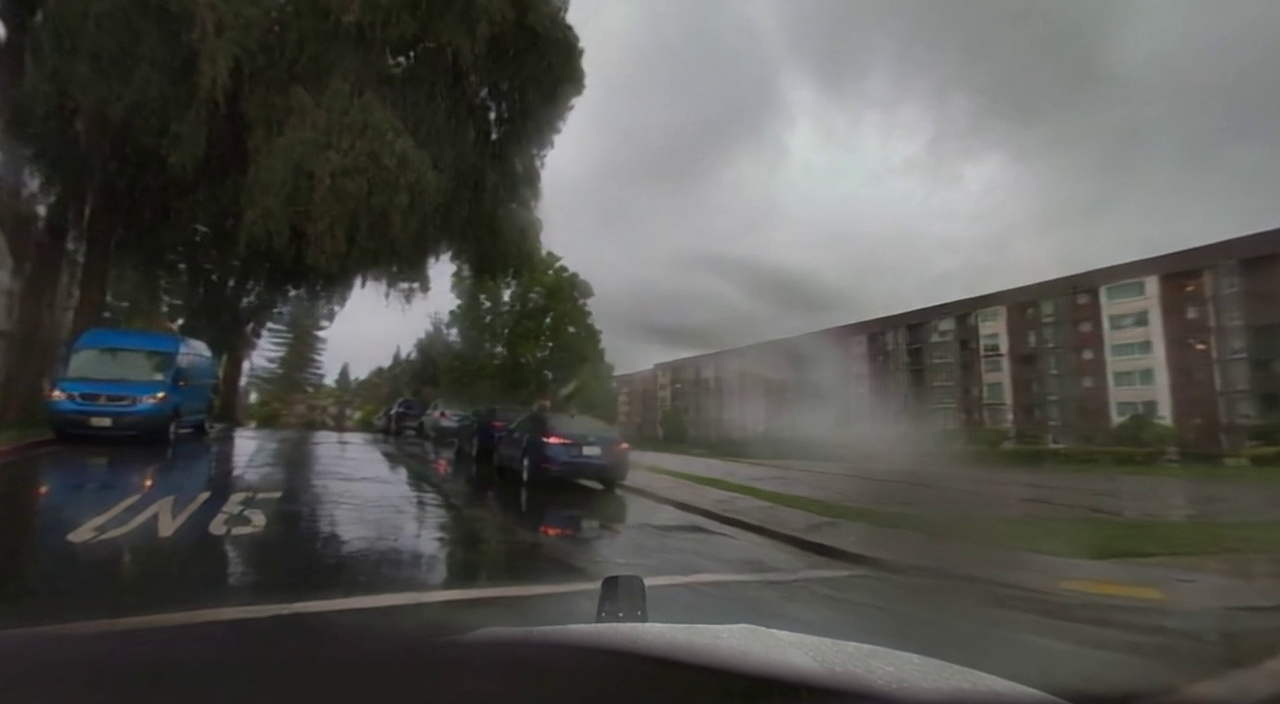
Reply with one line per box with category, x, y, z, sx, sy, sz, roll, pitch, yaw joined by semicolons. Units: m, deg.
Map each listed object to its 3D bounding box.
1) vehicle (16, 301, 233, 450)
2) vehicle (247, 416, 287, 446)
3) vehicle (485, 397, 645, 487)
vehicle;-11.535;0.791;14.924;2.546;2.664;6.863;1;-7;-27
vehicle;-25.653;5.411;43.588;2.090;1.674;4.457;1;-3;-27
vehicle;-1.674;1.783;12.496;1.827;1.436;4.322;4;-9;-25
